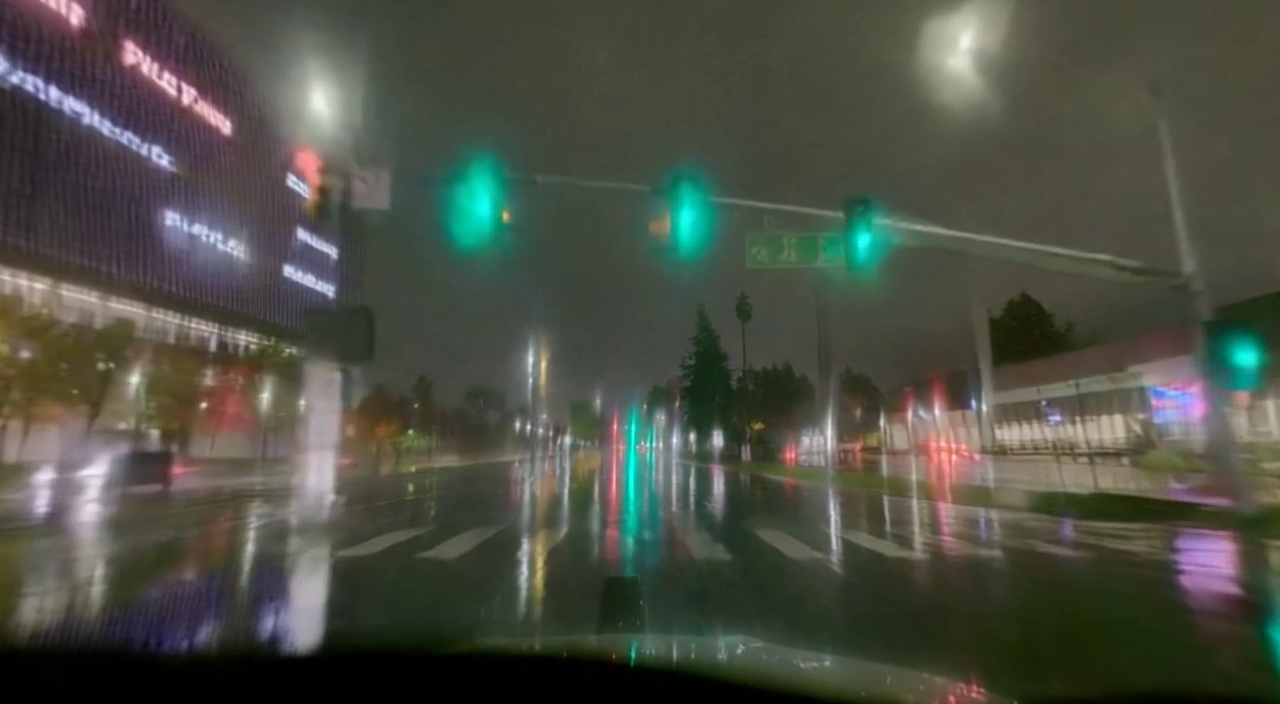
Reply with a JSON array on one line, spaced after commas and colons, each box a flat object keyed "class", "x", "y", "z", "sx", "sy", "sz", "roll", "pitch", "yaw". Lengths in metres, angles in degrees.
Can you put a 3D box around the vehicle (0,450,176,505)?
[{"class": "vehicle", "x": -16.552, "y": 3.680, "z": 18.964, "sx": 1.924, "sy": 1.434, "sz": 4.456, "roll": 0, "pitch": -9, "yaw": -1}]
